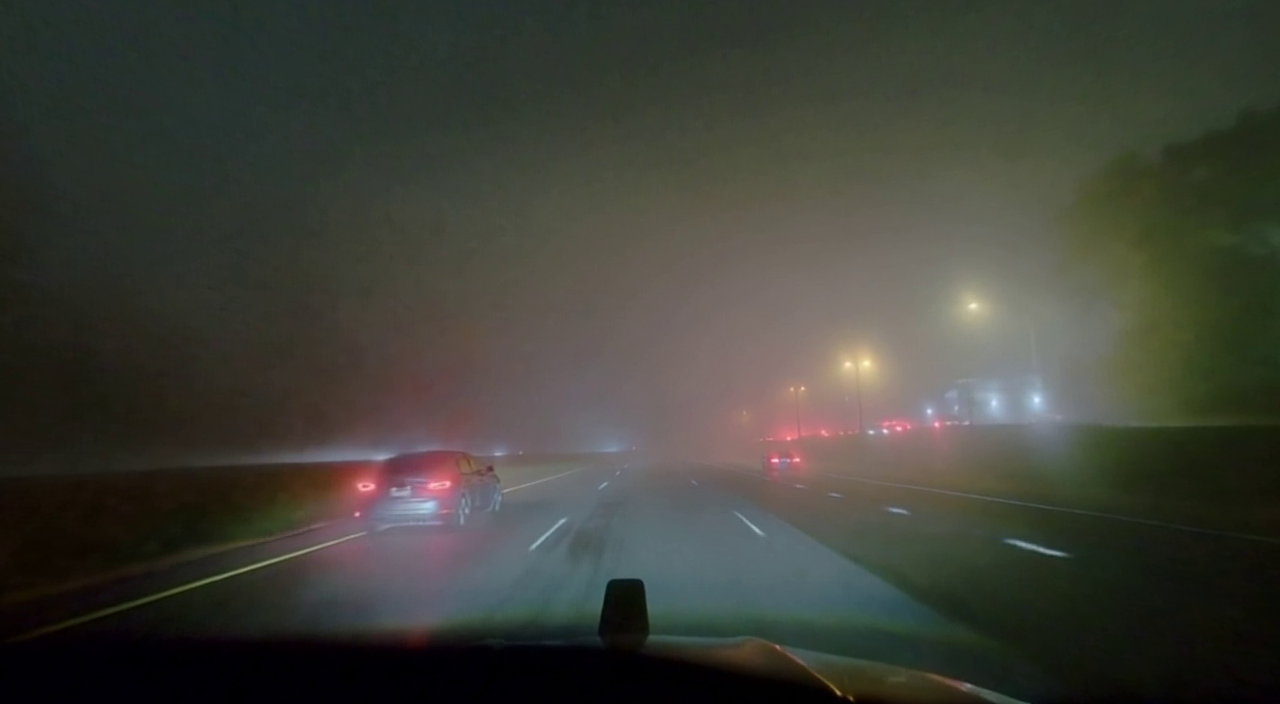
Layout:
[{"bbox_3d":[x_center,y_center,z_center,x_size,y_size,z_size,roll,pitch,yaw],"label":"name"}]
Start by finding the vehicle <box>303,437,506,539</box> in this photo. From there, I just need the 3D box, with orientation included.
[{"bbox_3d":[-4.049,2.397,11.816,2.021,1.526,4.385,0,-8,1],"label":"vehicle"}]
